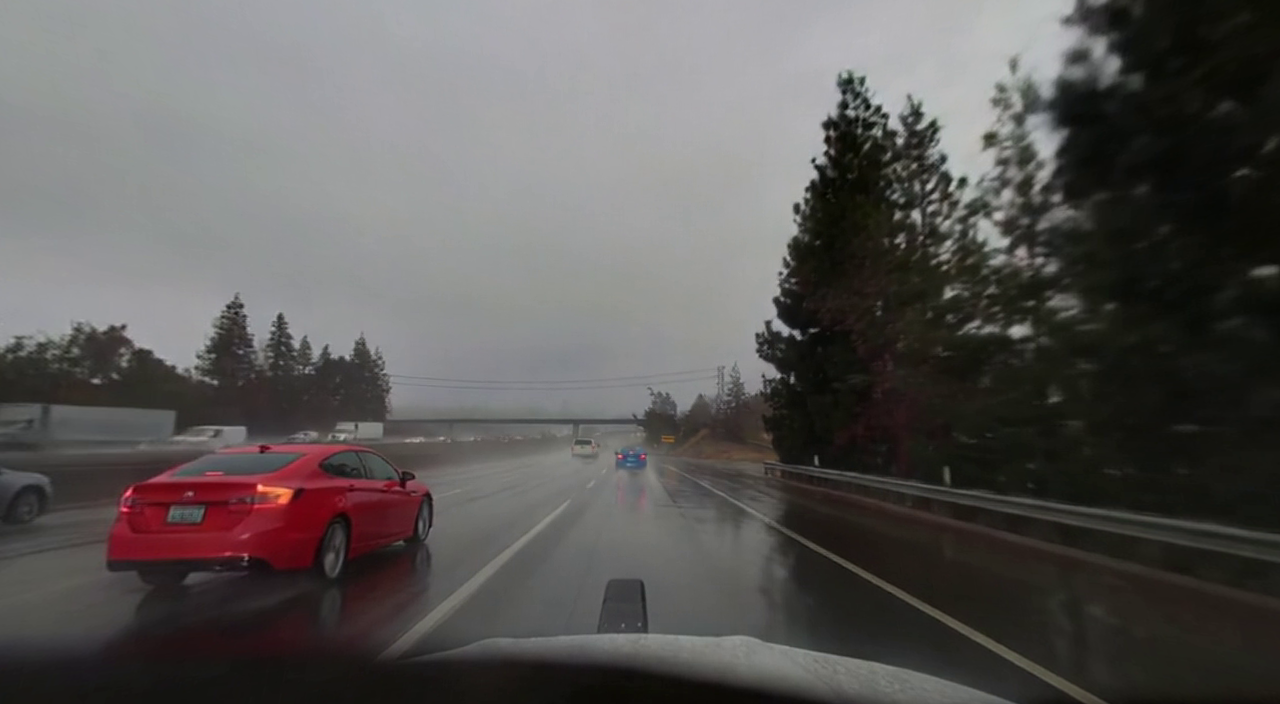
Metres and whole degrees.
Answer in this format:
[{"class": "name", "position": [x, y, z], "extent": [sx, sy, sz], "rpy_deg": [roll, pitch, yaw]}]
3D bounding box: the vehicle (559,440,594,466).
[{"class": "vehicle", "position": [-4.582, 7.365, 45.875], "extent": [2.174, 1.806, 3.932], "rpy_deg": [0, -9, -1]}]

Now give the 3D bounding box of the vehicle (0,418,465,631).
[{"class": "vehicle", "position": [-3.620, 1.604, 6.903], "extent": [2.035, 1.514, 4.600], "rpy_deg": [0, -9, 0]}]

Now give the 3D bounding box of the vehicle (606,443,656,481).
[{"class": "vehicle", "position": [-0.383, 4.619, 26.659], "extent": [1.954, 1.460, 3.983], "rpy_deg": [1, -9, -1]}]
